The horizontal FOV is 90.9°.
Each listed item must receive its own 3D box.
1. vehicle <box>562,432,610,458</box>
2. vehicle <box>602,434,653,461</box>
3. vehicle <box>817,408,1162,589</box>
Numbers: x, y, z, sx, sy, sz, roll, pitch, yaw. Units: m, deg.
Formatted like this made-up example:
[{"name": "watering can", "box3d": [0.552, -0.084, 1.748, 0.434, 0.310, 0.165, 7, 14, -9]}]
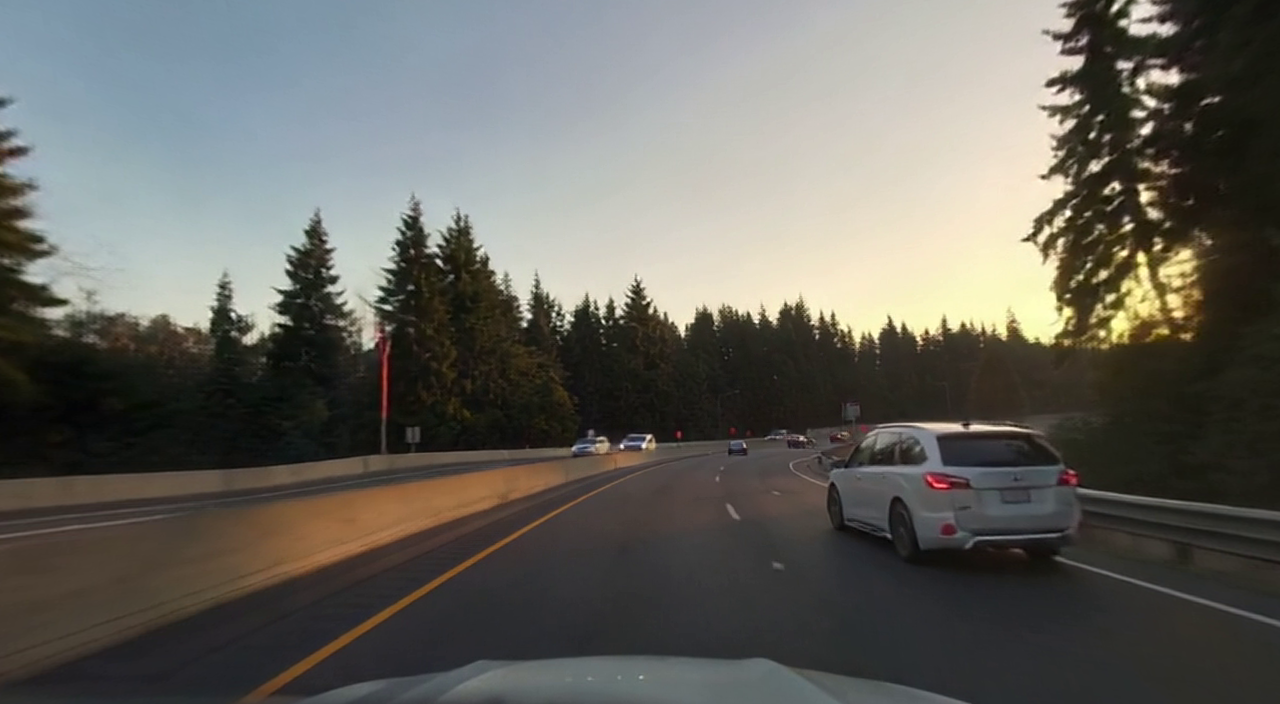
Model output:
[{"name": "vehicle", "box3d": [-3.793, 6.663, 45.229, 2.142, 1.731, 4.681, -2, -9, 13]}, {"name": "vehicle", "box3d": [-0.722, 6.196, 41.075, 2.295, 1.648, 4.689, -2, -9, 12]}, {"name": "vehicle", "box3d": [3.955, 1.719, 8.289, 2.112, 1.708, 4.380, 0, -8, 2]}]
